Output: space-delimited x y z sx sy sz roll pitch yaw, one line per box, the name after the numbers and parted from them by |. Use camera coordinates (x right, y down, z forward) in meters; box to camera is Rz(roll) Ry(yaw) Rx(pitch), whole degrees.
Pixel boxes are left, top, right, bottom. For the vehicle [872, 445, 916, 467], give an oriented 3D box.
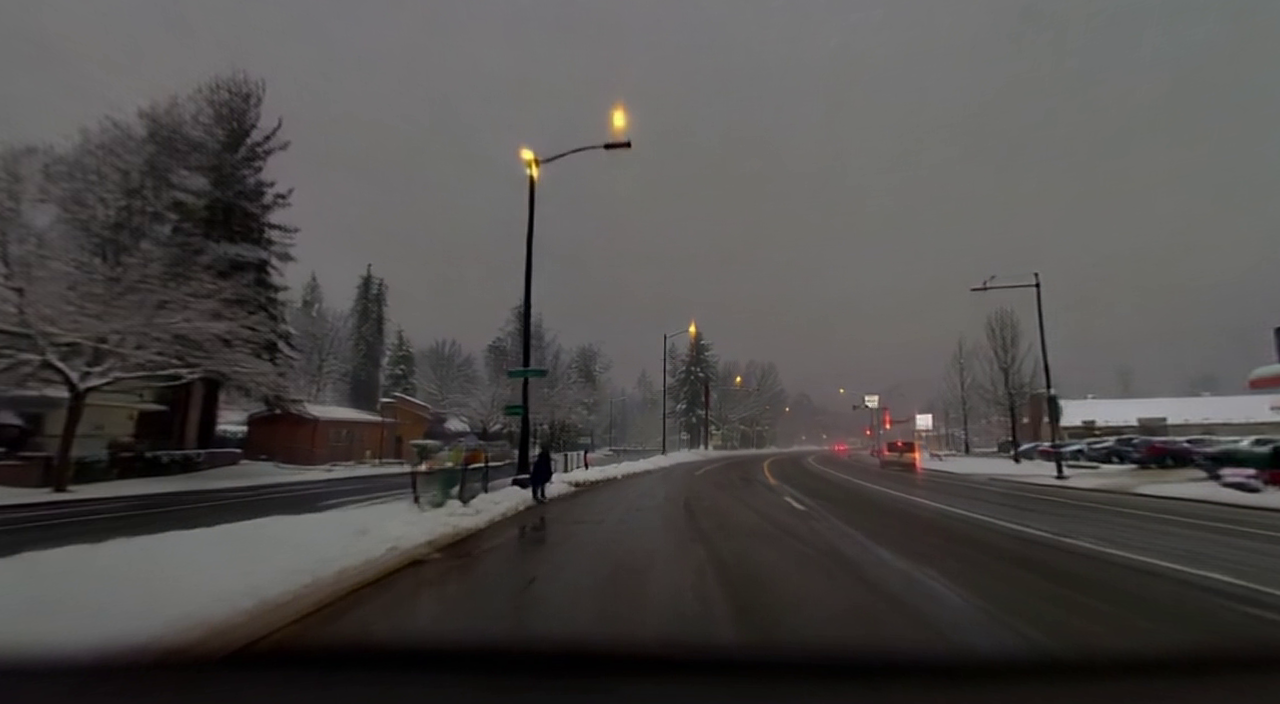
18.465 7.580 46.175 2.099 1.464 4.615 -2 -9 11 | vehicle

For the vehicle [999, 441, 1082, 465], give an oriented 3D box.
26.077 6.594 41.332 1.843 1.455 4.558 2 -9 -11 | vehicle

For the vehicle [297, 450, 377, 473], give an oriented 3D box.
-20.125 7.244 42.048 4.520 1.439 1.919 -2 -9 14 | vehicle

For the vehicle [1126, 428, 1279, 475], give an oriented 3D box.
24.099 4.163 26.644 2.239 1.742 5.364 2 -9 -14 | vehicle
